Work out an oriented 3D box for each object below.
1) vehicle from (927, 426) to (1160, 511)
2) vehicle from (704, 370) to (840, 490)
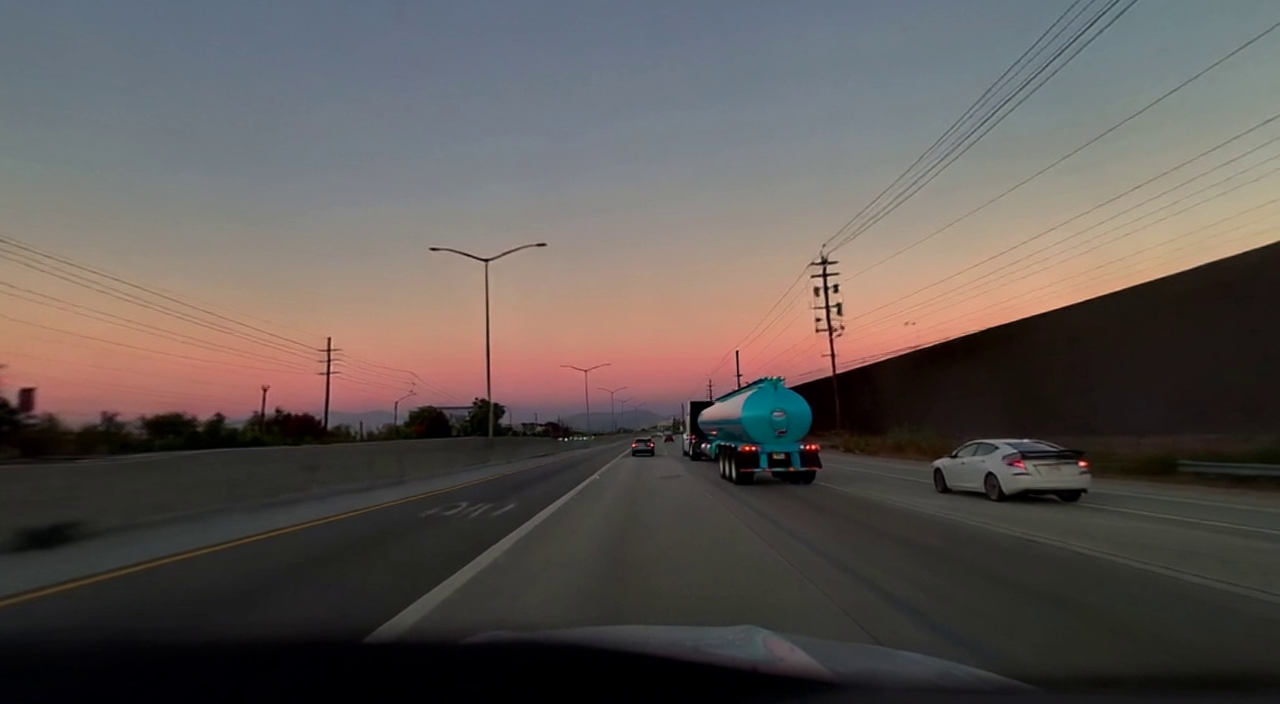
[{"bbox_3d":[8.146,2.396,13.434,1.905,1.480,4.624,0,-8,0],"label":"vehicle"},{"bbox_3d":[3.900,2.657,20.827,2.791,3.179,8.074,0,-8,1],"label":"vehicle"}]
